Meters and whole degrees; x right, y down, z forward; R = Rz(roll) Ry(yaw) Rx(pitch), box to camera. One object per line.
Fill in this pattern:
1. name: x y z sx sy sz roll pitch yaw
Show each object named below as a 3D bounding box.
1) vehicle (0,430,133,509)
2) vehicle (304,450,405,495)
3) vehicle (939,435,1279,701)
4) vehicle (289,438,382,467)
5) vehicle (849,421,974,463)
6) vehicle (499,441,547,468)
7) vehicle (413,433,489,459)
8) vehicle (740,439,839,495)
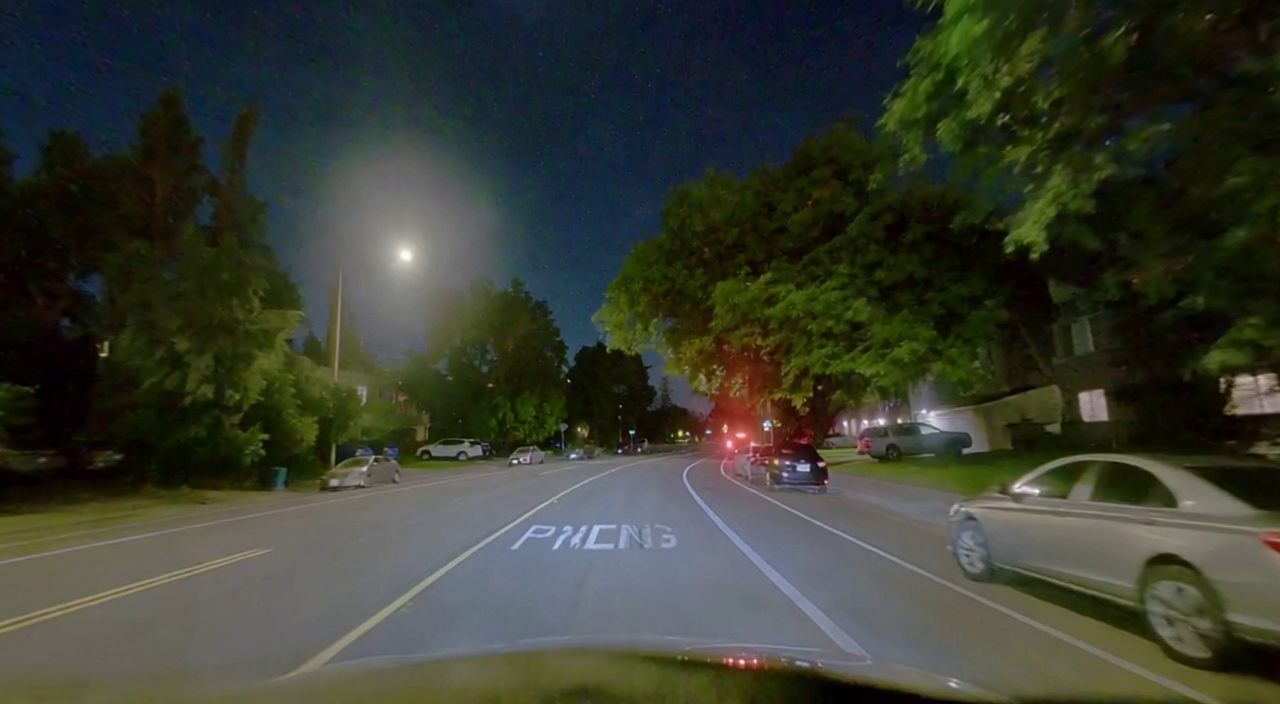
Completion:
1. vehicle: -18.357 3.201 17.602 6.258 2.005 2.256 1 -7 -2
2. vehicle: -11.369 4.800 25.365 2.091 1.461 4.058 -5 -9 2
3. vehicle: 4.489 1.486 5.097 2.006 1.440 4.248 5 -8 -1
4. vehicle: -18.546 6.107 38.435 4.610 1.714 2.160 -1 -9 10
5. vehicle: 13.358 4.452 31.286 5.216 1.972 2.122 -1 -7 4
6. vehicle: -8.579 7.538 46.423 2.105 1.776 4.657 -4 -9 8
7. vehicle: -14.725 7.337 49.131 5.192 1.915 2.200 -1 -8 10
8. vehicle: 4.478 3.487 19.606 1.996 1.466 4.458 2 -8 0
